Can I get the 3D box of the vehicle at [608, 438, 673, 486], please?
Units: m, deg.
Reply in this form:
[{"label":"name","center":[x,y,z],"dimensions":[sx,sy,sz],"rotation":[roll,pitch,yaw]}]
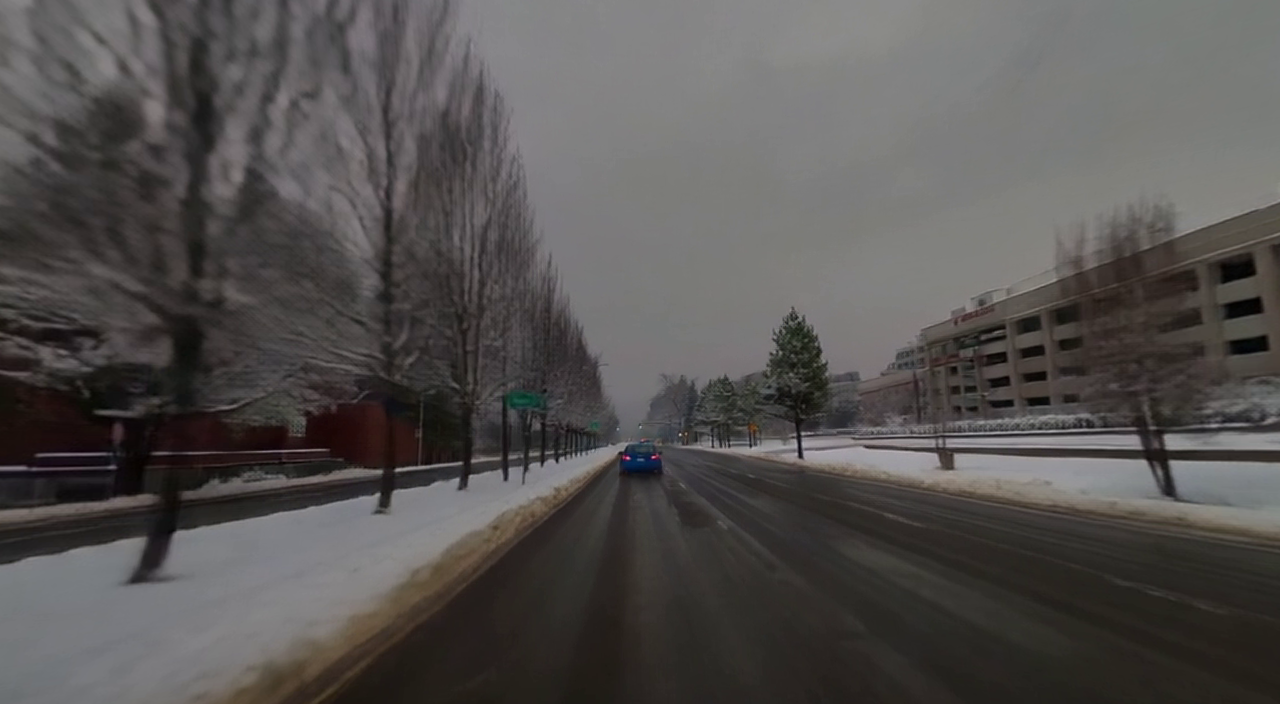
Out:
[{"label":"vehicle","center":[-0.011,3.816,22.343],"dimensions":[2.042,1.479,4.601],"rotation":[0,-8,-1]}]
